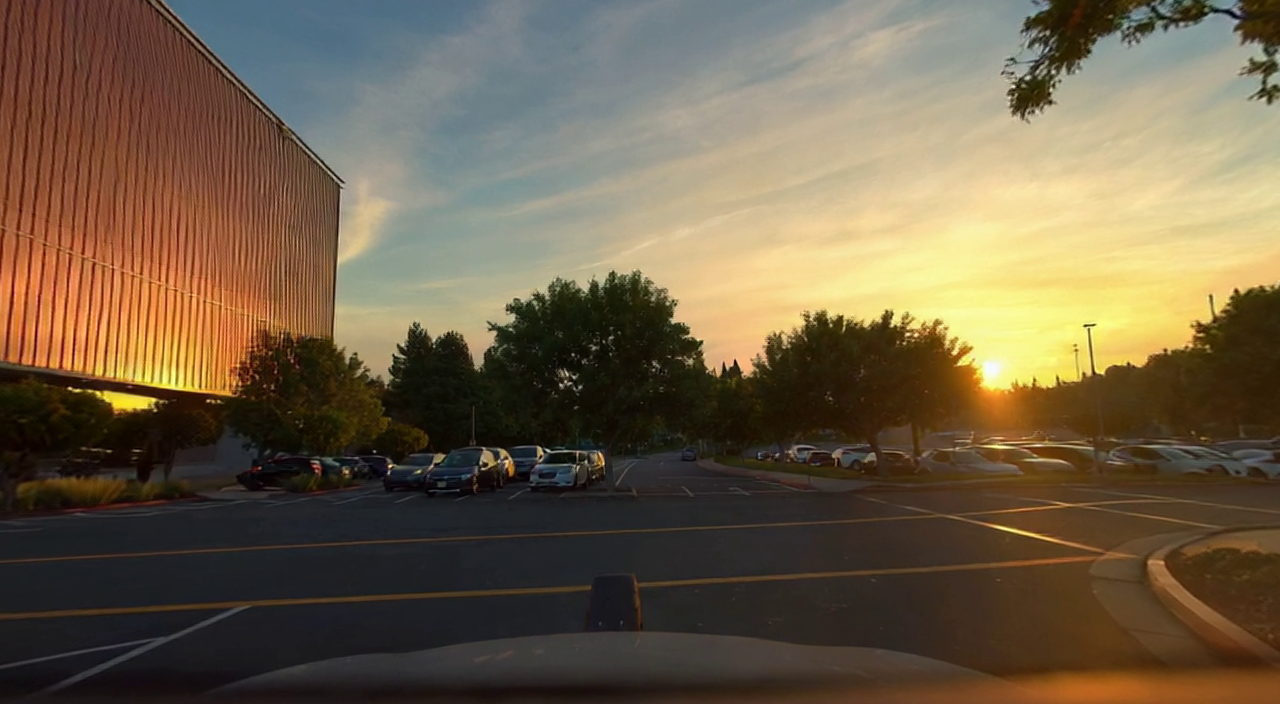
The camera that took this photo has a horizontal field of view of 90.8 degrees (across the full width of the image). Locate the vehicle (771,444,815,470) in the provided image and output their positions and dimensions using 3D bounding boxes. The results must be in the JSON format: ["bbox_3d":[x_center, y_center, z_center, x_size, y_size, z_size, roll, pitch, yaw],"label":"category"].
[{"bbox_3d":[10.520,7.215,43.694,1.936,1.673,4.305,0,-8,0],"label":"vehicle"}]

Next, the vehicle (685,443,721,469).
[{"bbox_3d":[4.612,7.736,47.240,2.262,1.794,5.331,0,-8,1],"label":"vehicle"}]

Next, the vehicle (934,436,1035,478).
[{"bbox_3d":[16.473,5.033,30.551,2.048,1.852,4.998,0,-8,0],"label":"vehicle"}]

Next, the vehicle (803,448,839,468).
[{"bbox_3d":[14.178,8.299,49.638,1.935,1.477,3.719,0,-8,3],"label":"vehicle"}]

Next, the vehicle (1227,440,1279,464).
[{"bbox_3d":[43.045,6.827,43.080,1.758,1.572,4.421,0,-8,1],"label":"vehicle"}]

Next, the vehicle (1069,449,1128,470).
[{"bbox_3d":[31.302,7.313,43.259,1.519,1.371,3.278,0,-8,0],"label":"vehicle"}]

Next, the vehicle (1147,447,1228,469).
[{"bbox_3d":[37.004,7.140,42.843,1.678,1.423,4.191,0,-8,-1],"label":"vehicle"}]

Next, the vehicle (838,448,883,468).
[{"bbox_3d":[17.049,8.216,49.060,1.971,1.478,4.477,0,-8,1],"label":"vehicle"}]

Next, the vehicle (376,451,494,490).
[{"bbox_3d":[-8.708,4.972,26.900,4.442,1.504,1.809,5,-10,-28],"label":"vehicle"}]

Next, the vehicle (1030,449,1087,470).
[{"bbox_3d":[28.324,7.271,42.857,1.495,1.371,3.336,0,-9,-2],"label":"vehicle"}]

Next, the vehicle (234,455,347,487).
[{"bbox_3d":[-16.725,5.695,30.360,4.331,1.437,1.876,0,-8,2],"label":"vehicle"}]
